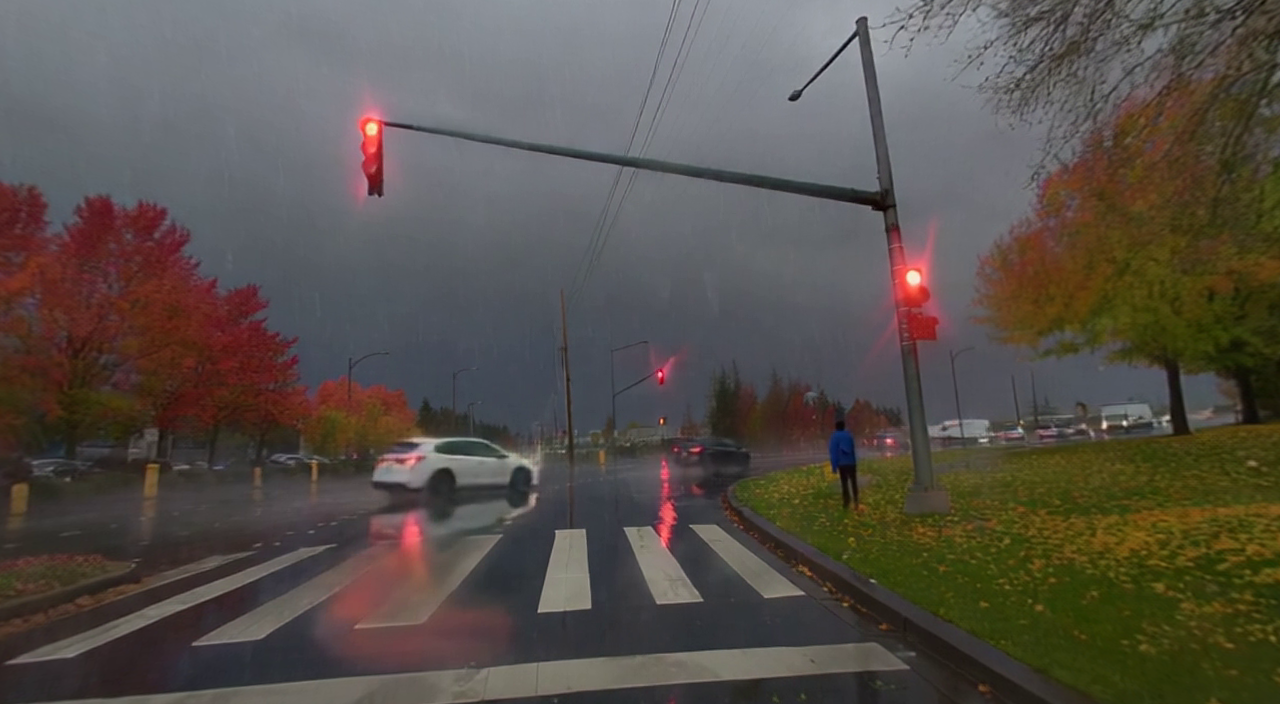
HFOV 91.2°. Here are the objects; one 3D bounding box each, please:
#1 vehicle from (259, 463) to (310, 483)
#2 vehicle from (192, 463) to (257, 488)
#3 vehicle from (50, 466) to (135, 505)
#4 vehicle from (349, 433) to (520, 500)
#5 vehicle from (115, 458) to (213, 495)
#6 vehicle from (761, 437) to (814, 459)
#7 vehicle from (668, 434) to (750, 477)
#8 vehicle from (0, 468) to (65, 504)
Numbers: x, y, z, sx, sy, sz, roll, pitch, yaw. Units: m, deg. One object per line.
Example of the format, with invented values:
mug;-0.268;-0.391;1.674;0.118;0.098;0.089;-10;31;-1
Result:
vehicle;-28.133;9.580;49.743;1.776;1.452;3.920;0;-9;0
vehicle;-28.533;8.474;43.173;1.768;1.465;3.972;0;-9;-1
vehicle;-25.416;6.160;29.258;1.694;1.528;4.225;3;-9;-23
vehicle;-6.391;3.583;20.053;2.036;1.849;4.811;-7;-11;38
vehicle;-27.825;7.261;36.891;2.064;1.913;5.081;0;-9;-4
vehicle;11.757;7.626;49.682;1.979;1.659;4.907;-8;-11;39
vehicle;3.448;5.040;30.796;1.942;1.920;4.263;-8;-11;39
vehicle;-30.327;6.455;30.346;1.800;1.520;3.968;2;-9;-14
